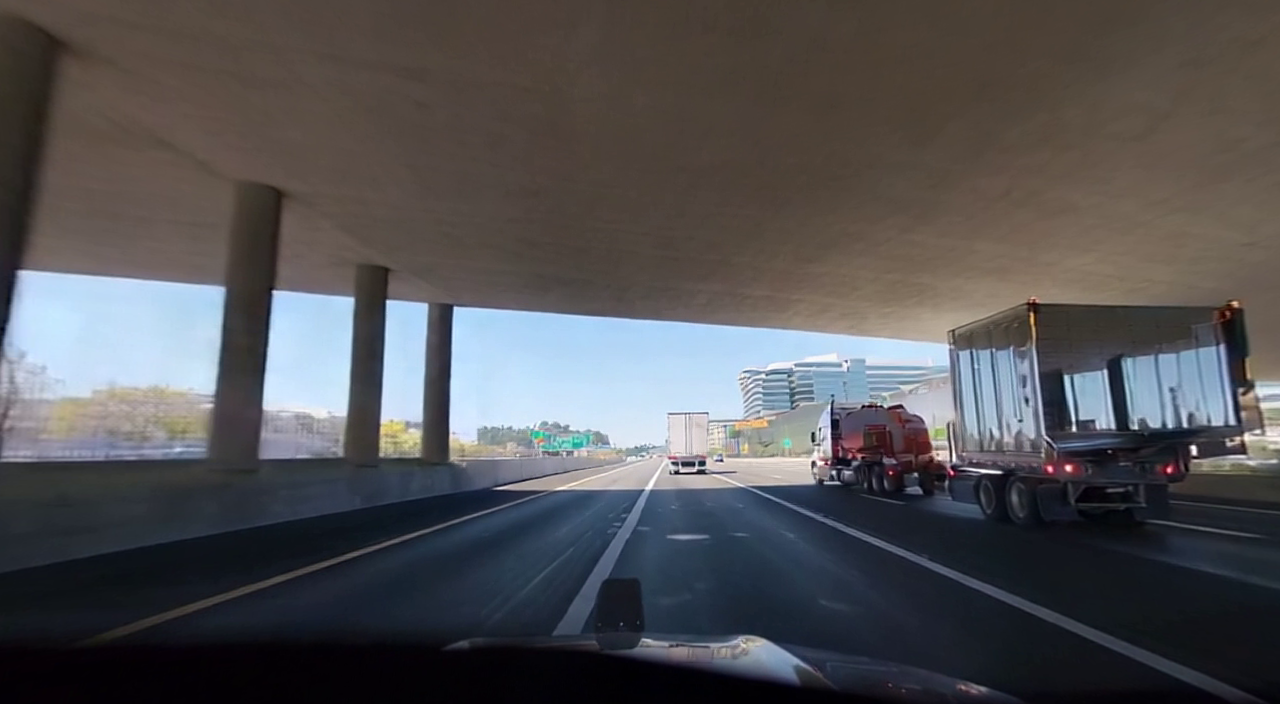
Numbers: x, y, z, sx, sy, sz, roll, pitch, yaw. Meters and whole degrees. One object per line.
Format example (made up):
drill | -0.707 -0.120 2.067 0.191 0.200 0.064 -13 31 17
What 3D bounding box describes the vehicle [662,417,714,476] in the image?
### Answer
vehicle | 3.471 6.939 46.165 3.244 3.713 12.155 -1 -9 4
